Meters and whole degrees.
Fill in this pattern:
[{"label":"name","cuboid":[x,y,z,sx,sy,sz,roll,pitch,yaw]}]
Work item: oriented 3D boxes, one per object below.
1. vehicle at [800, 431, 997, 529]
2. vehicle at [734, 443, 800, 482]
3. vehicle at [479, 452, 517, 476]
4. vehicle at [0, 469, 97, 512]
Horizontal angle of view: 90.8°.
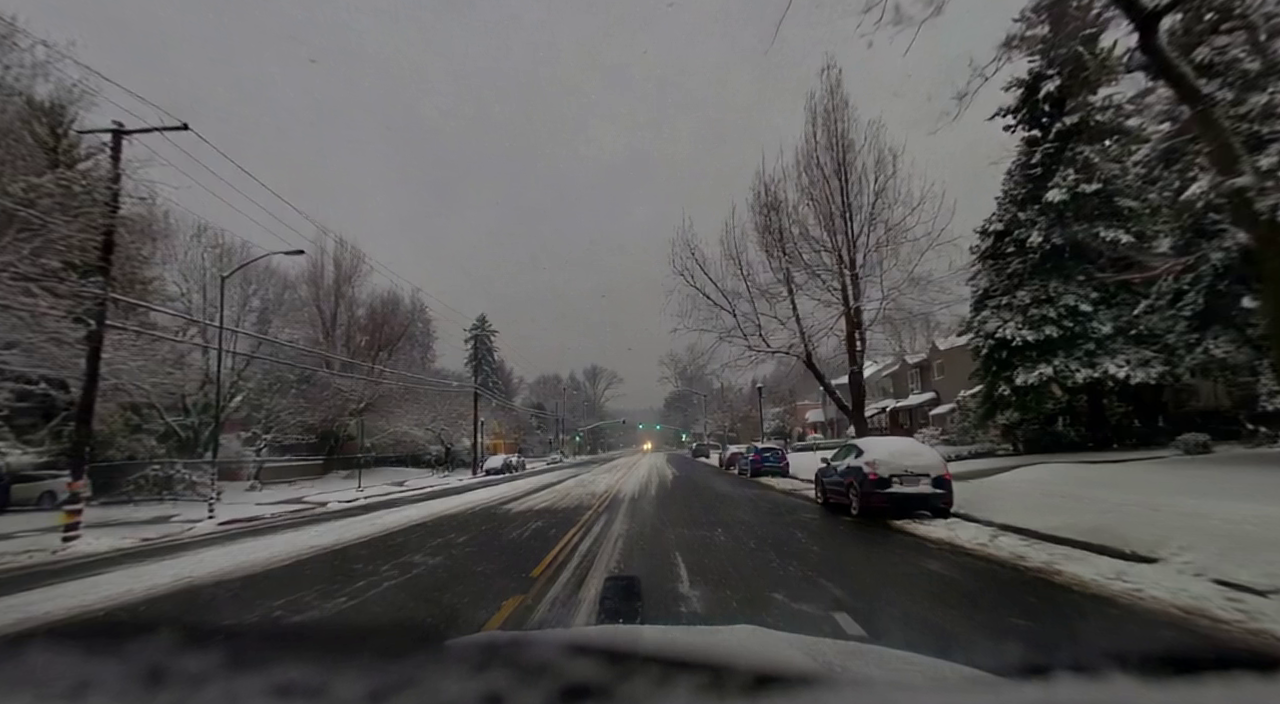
[{"label":"vehicle","cuboid":[4.771,2.413,12.568,1.934,1.573,4.547,0,-8,-1]},{"label":"vehicle","cuboid":[5.247,4.602,26.657,1.924,1.516,4.163,0,-8,0]},{"label":"vehicle","cuboid":[-10.378,8.216,46.403,1.845,1.626,4.105,0,-8,-1]},{"label":"vehicle","cuboid":[-23.317,5.149,23.572,4.410,1.440,1.838,0,-8,1]}]
